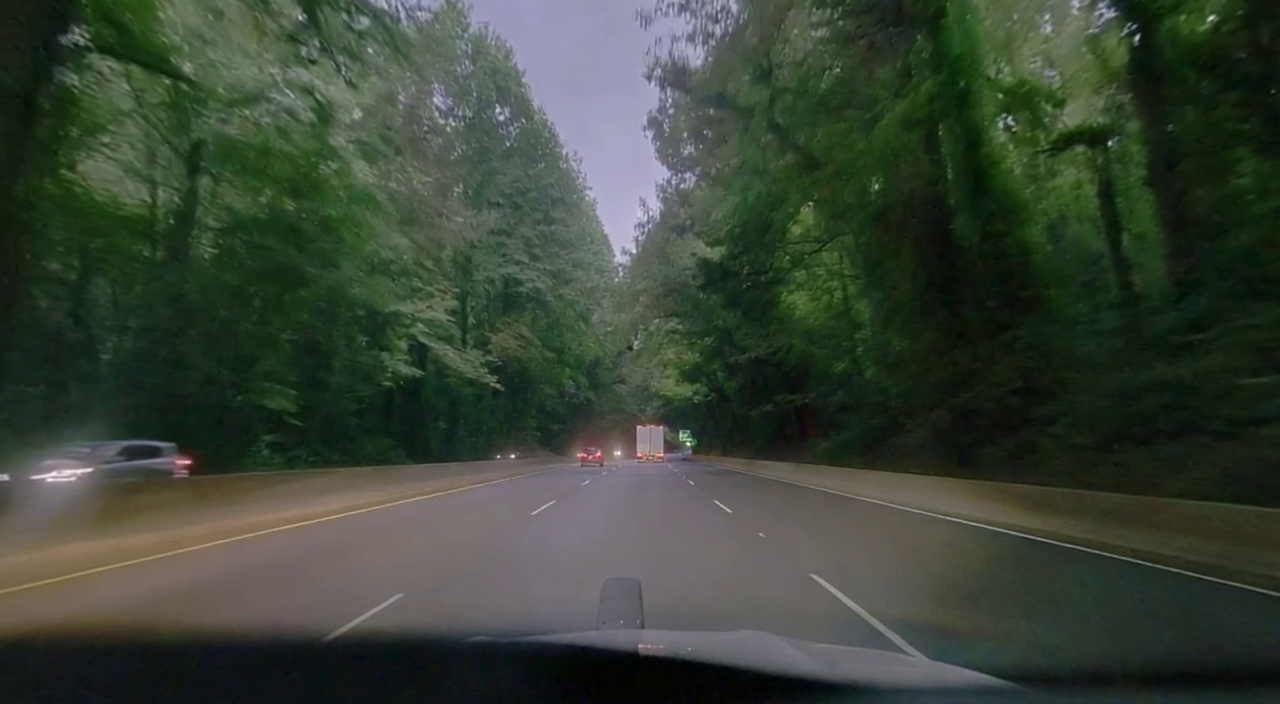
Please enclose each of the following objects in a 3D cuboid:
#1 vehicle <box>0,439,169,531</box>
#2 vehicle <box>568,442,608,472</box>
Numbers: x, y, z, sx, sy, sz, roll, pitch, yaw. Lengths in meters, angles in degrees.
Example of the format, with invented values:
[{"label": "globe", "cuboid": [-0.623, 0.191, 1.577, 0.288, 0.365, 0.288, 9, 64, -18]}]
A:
[{"label": "vehicle", "cuboid": [-12.701, 2.675, 13.074, 2.125, 1.643, 4.749, 0, -9, 1]}, {"label": "vehicle", "cuboid": [-3.468, 7.168, 43.155, 2.173, 1.924, 5.030, 0, -9, 1]}]
